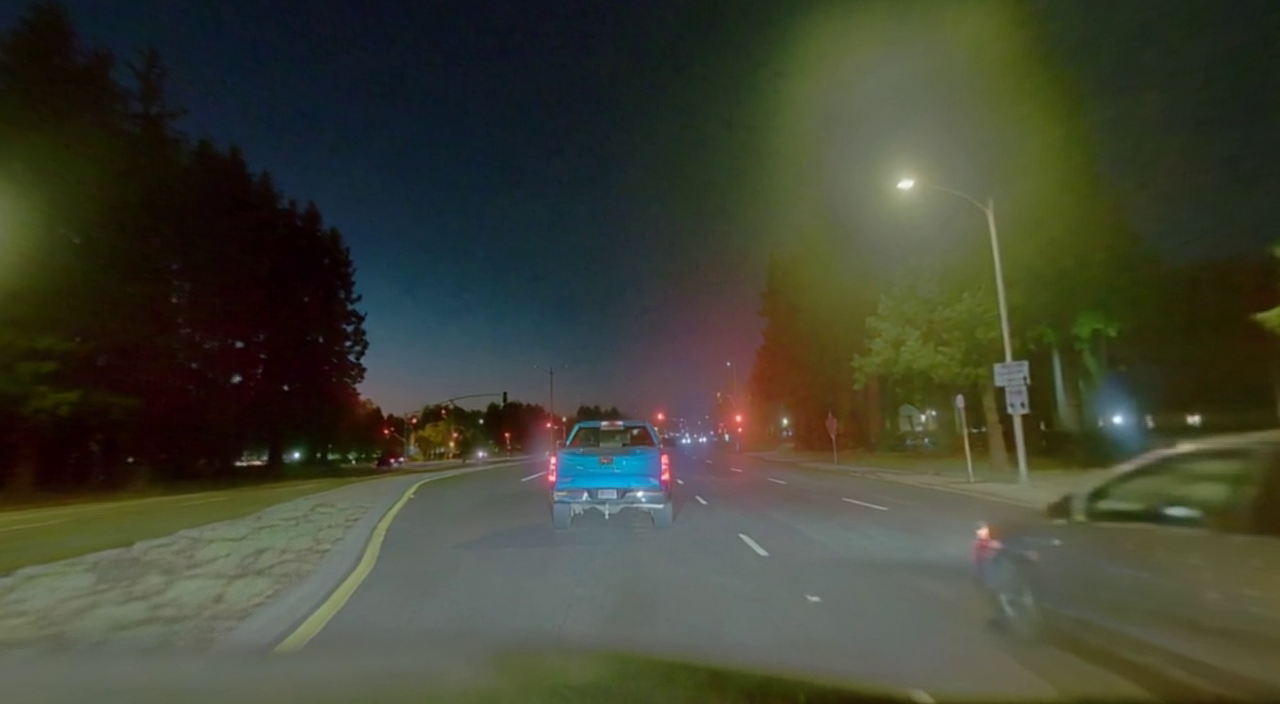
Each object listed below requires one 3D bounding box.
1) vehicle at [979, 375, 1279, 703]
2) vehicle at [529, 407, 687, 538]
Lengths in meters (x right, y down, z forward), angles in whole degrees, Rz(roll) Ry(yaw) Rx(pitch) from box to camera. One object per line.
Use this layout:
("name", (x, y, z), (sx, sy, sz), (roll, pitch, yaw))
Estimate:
("vehicle", (2.927, 0.722, 1.192), (2.073, 1.484, 4.437), (0, -8, -1))
("vehicle", (-0.470, 1.963, 11.036), (2.145, 1.762, 4.731), (0, -8, -1))
